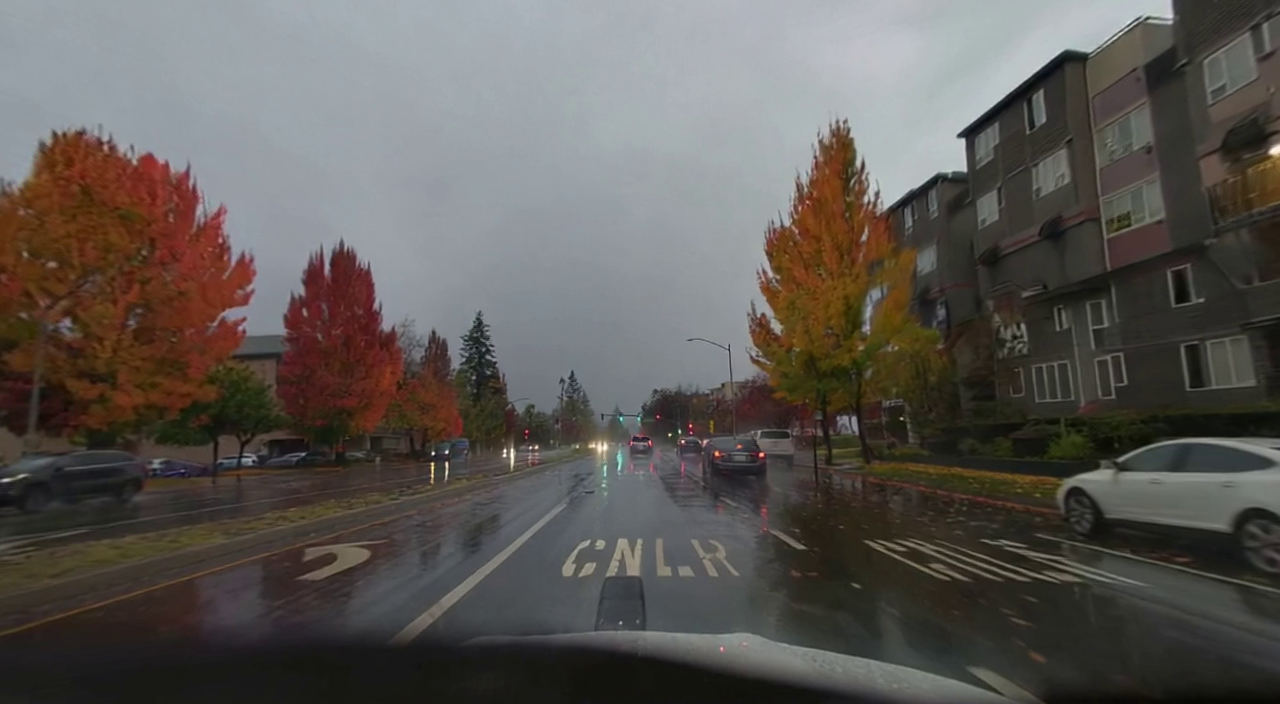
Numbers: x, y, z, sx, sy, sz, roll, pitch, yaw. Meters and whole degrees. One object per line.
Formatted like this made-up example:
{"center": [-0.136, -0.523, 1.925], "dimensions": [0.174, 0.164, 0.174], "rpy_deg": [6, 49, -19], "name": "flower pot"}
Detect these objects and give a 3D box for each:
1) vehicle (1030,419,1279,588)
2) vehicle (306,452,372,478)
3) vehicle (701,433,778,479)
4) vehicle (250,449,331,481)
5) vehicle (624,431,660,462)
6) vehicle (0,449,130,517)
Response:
{"center": [6.760, 1.551, 6.938], "dimensions": [1.934, 1.507, 4.670], "rpy_deg": [0, -8, 0], "name": "vehicle"}
{"center": [-19.218, 7.211, 40.457], "dimensions": [1.886, 1.495, 4.593], "rpy_deg": [0, -8, 1], "name": "vehicle"}
{"center": [3.528, 3.798, 23.217], "dimensions": [1.977, 1.498, 4.521], "rpy_deg": [0, -8, -1], "name": "vehicle"}
{"center": [-22.363, 7.203, 40.596], "dimensions": [2.113, 1.865, 5.128], "rpy_deg": [-1, -8, 2], "name": "vehicle"}
{"center": [0.108, 6.139, 41.082], "dimensions": [2.239, 1.856, 4.815], "rpy_deg": [0, -8, -1], "name": "vehicle"}
{"center": [-19.078, 4.008, 19.705], "dimensions": [2.080, 1.846, 4.948], "rpy_deg": [0, -8, 0], "name": "vehicle"}
